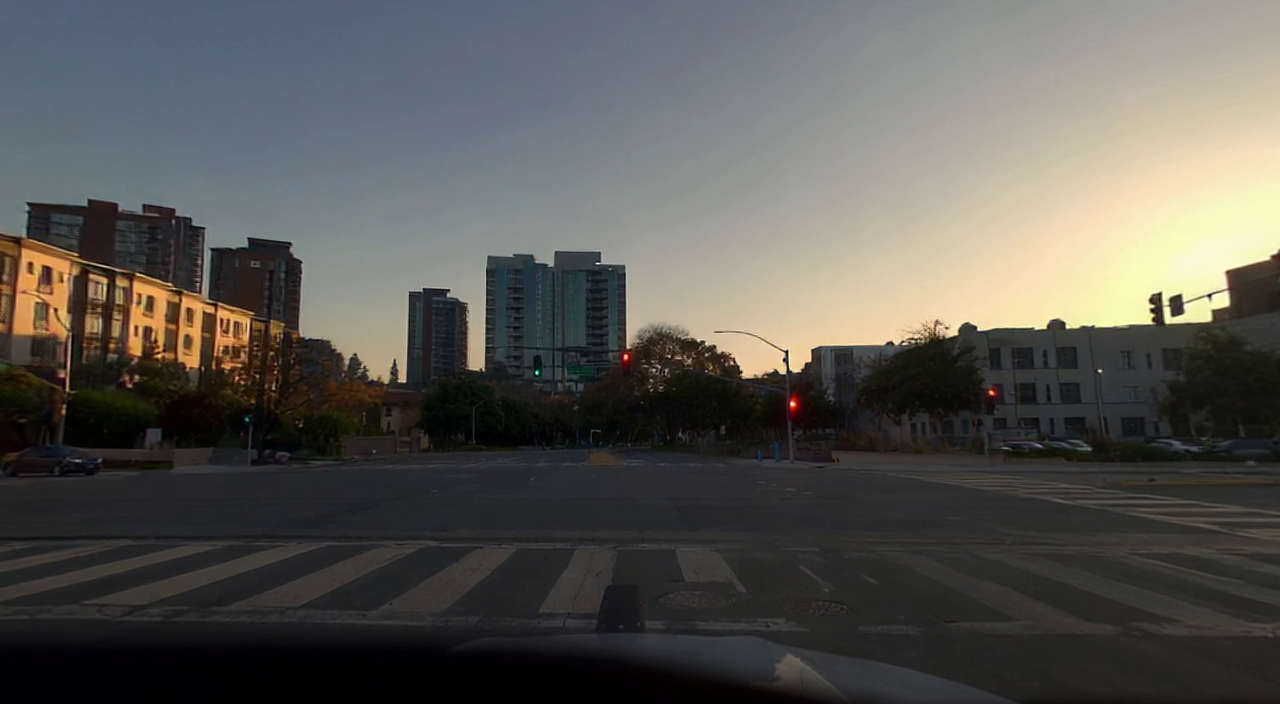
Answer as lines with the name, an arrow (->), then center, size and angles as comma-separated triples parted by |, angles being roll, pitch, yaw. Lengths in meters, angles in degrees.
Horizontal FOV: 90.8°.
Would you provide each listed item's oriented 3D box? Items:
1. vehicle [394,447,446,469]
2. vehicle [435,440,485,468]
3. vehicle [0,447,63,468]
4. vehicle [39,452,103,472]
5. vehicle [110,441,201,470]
vehicle -> -15.513, 7.446, 44.790 | 2.056, 1.450, 4.343 | 0, -8, 0
vehicle -> -11.965, 6.804, 42.316 | 2.080, 1.763, 4.341 | 0, -8, 0
vehicle -> -45.268, 7.771, 46.595 | 1.858, 1.467, 3.624 | 0, -8, 0
vehicle -> -41.594, 8.023, 46.247 | 1.552, 1.339, 3.340 | -2, -9, 0
vehicle -> -34.901, 7.423, 45.728 | 2.204, 1.955, 5.518 | 0, -8, 0
